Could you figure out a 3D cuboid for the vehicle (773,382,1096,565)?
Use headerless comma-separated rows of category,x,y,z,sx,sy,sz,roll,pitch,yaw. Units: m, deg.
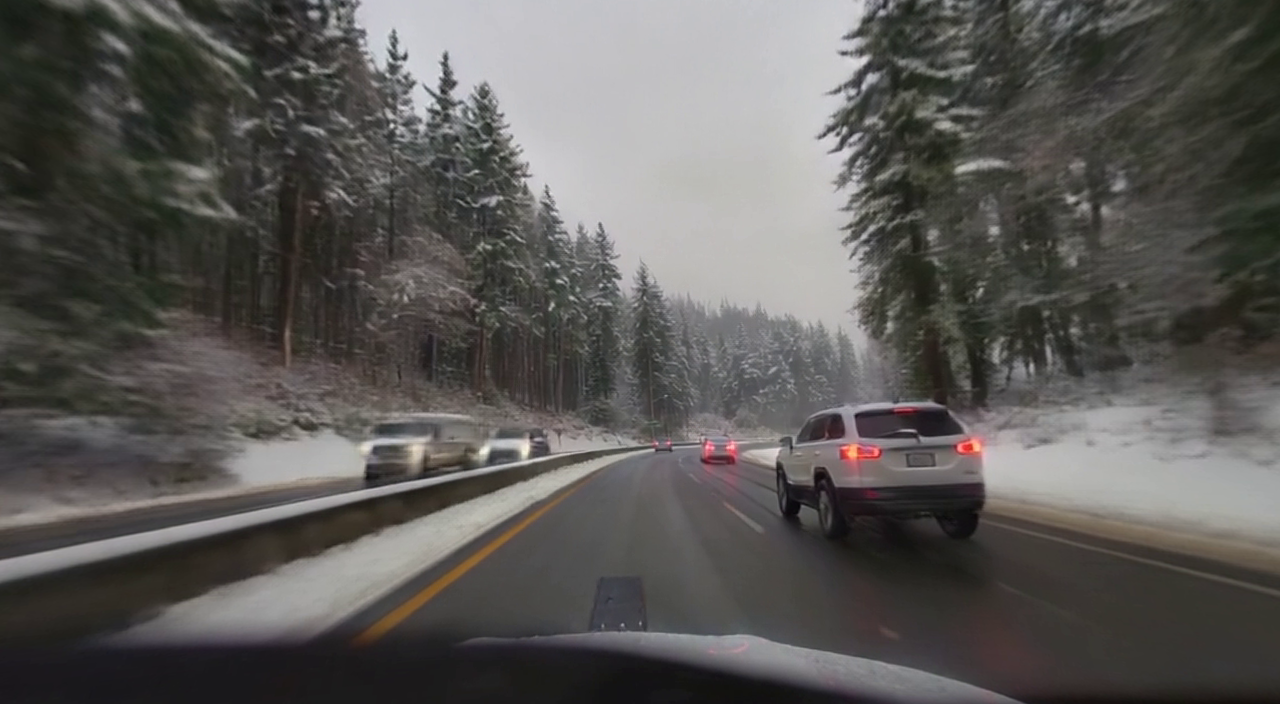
vehicle,3.610,1.611,9.114,2.270,1.897,4.822,-1,-8,-1

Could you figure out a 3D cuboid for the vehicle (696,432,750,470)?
vehicle,4.027,4.911,31.456,2.112,1.708,4.380,-1,-8,1

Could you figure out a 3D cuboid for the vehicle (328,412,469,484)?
vehicle,-8.171,3.342,22.252,2.428,2.147,6.184,-1,-8,1

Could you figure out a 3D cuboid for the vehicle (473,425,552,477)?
vehicle,-4.610,3.643,23.466,1.965,1.727,4.041,-1,-8,2
